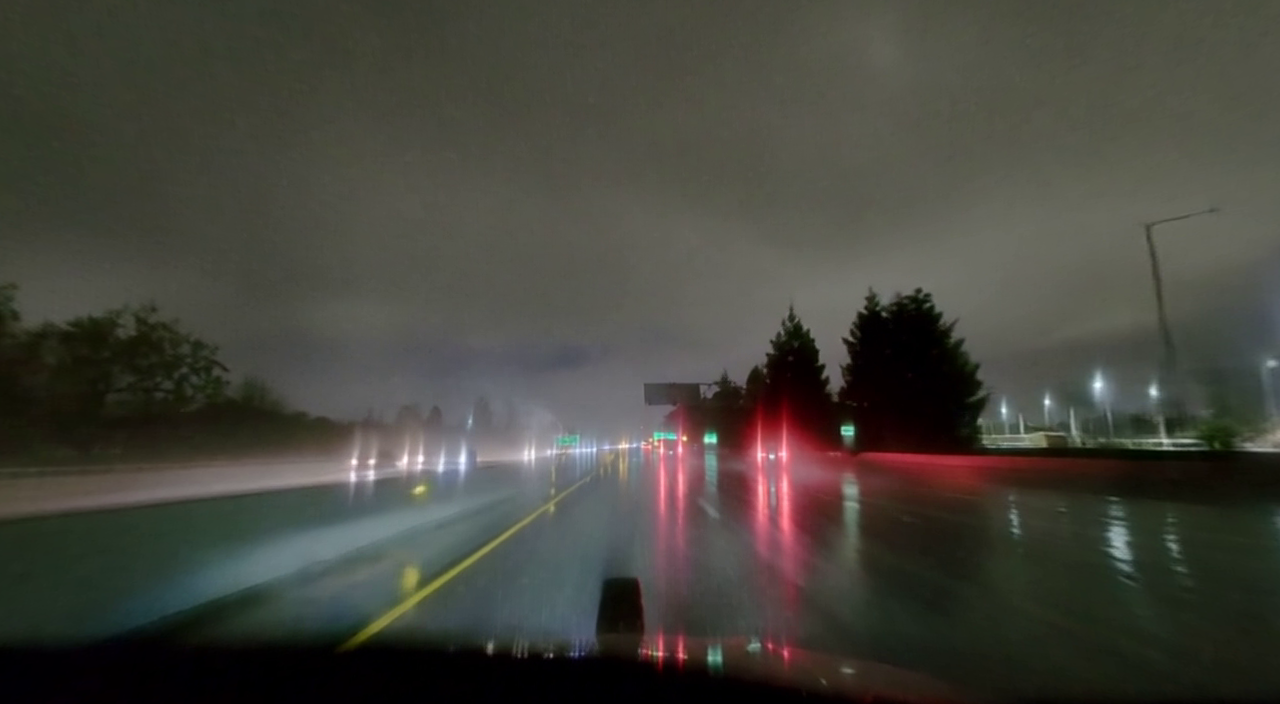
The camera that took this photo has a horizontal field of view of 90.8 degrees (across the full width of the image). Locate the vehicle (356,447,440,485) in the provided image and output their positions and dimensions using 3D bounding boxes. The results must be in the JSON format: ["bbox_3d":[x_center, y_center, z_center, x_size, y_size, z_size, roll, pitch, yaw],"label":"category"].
[{"bbox_3d":[-11.045,5.204,29.255,2.125,1.503,4.530,1,-8,-1],"label":"vehicle"}]

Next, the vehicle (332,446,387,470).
[{"bbox_3d":[-22.085,8.318,49.899,2.035,1.779,4.906,0,-9,0],"label":"vehicle"}]

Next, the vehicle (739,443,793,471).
[{"bbox_3d":[6.868,5.770,34.884,2.009,1.456,4.097,0,-9,-2],"label":"vehicle"}]

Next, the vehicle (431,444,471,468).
[{"bbox_3d":[-14.189,7.831,47.681,1.788,1.655,4.254,0,-8,-1],"label":"vehicle"}]
